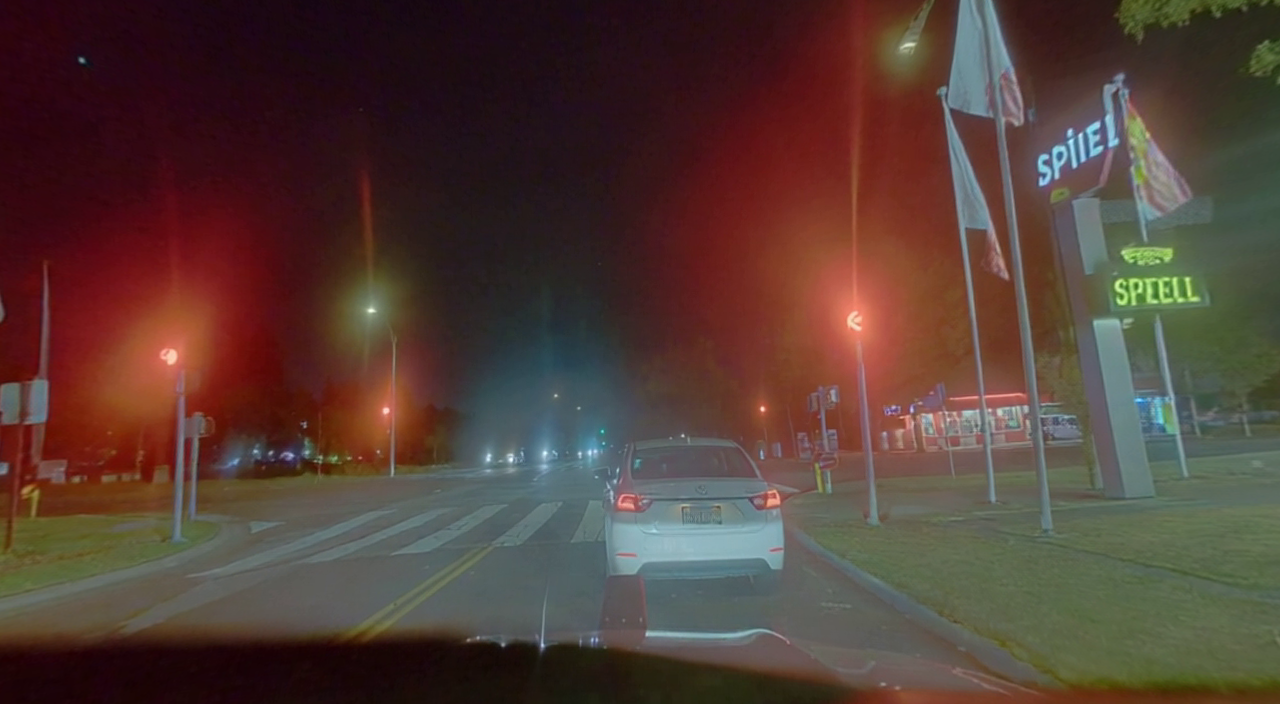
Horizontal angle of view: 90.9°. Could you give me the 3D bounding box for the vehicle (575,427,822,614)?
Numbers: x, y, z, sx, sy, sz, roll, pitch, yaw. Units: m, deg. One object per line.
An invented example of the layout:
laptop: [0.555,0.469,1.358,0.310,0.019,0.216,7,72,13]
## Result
vehicle: [0.385,1.637,6.954,1.985,1.463,3.647,0,-9,-3]

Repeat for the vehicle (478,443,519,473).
vehicle: [-9.985,7.490,44.740,2.212,1.948,4.537,0,-9,-5]
